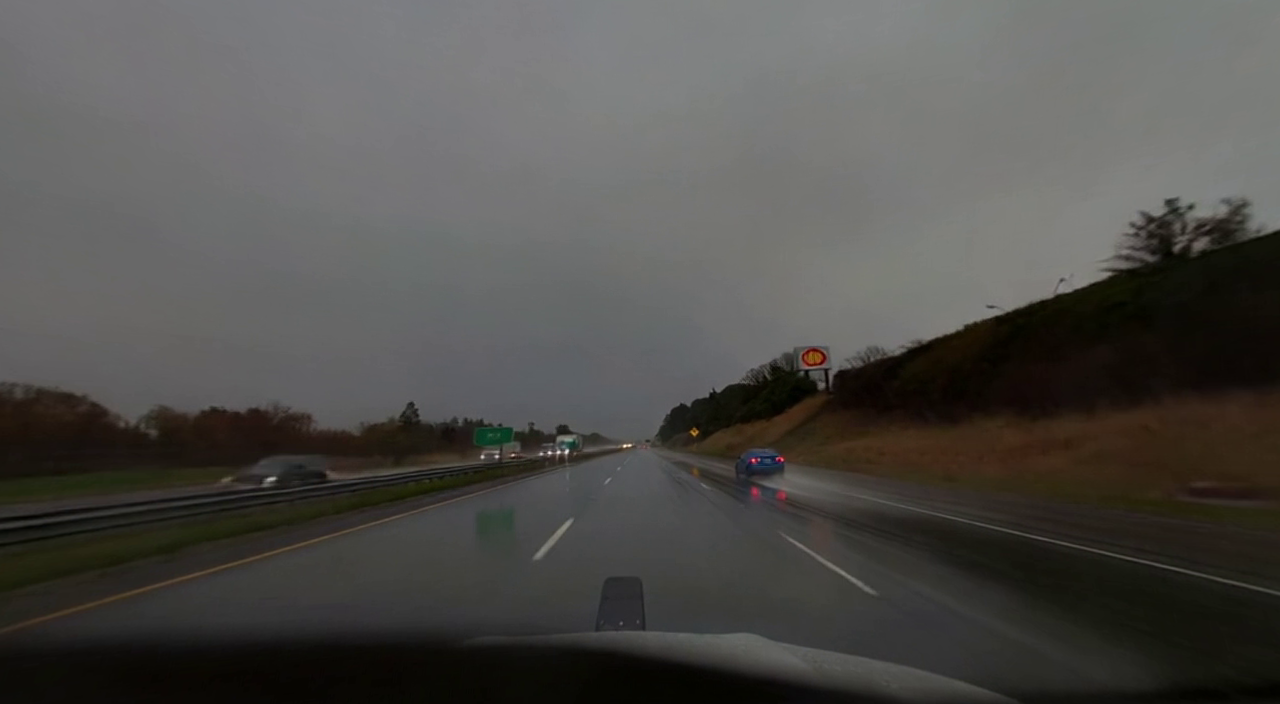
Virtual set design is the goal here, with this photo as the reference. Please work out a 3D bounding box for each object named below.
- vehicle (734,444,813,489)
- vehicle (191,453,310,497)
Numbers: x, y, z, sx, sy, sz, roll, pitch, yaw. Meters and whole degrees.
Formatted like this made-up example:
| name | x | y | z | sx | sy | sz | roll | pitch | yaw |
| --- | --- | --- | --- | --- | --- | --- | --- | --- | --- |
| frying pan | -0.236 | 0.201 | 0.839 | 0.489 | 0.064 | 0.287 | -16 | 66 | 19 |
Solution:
| name | x | y | z | sx | sy | sz | roll | pitch | yaw |
| --- | --- | --- | --- | --- | --- | --- | --- | --- | --- |
| vehicle | 4.812 | 4.170 | 23.268 | 1.967 | 1.472 | 3.751 | 0 | -9 | -2 |
| vehicle | -15.252 | 4.806 | 25.041 | 1.873 | 1.539 | 4.379 | 0 | -9 | 0 |
